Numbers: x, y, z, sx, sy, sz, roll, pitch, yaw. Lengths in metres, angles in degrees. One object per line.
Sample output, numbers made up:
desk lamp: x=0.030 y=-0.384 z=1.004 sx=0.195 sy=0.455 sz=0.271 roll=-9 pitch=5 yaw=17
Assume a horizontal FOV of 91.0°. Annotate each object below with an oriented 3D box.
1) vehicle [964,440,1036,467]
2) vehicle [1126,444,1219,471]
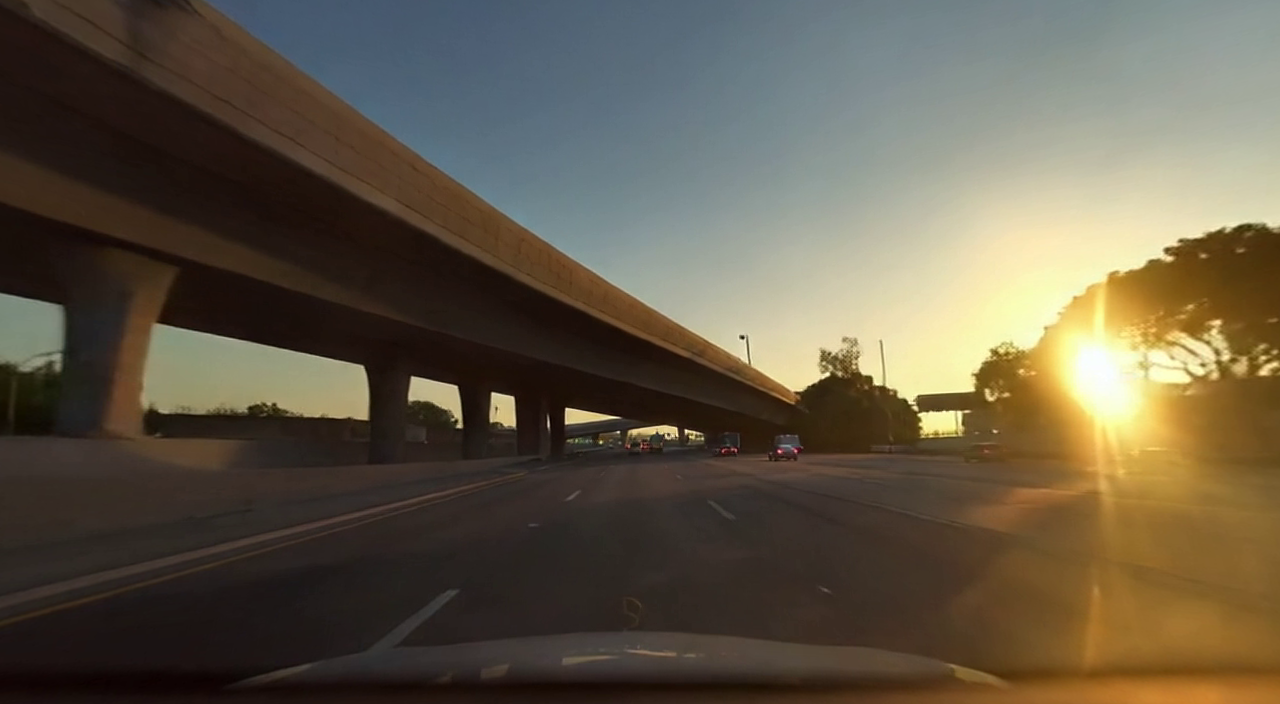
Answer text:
vehicle: x=27.161 y=7.663 z=47.765 sx=2.074 sy=1.881 sz=5.056 roll=1 pitch=-8 yaw=-6
vehicle: x=35.381 y=7.005 z=42.033 sx=1.927 sy=1.631 sz=4.803 roll=0 pitch=-8 yaw=-1
